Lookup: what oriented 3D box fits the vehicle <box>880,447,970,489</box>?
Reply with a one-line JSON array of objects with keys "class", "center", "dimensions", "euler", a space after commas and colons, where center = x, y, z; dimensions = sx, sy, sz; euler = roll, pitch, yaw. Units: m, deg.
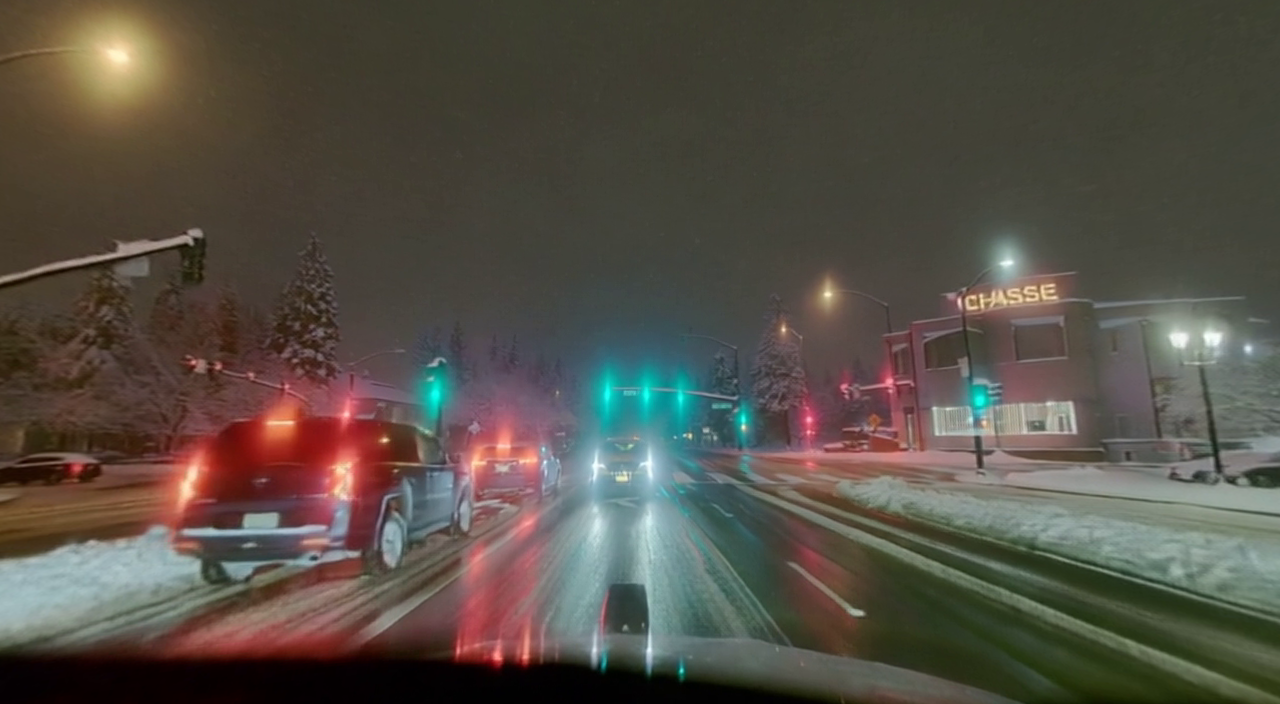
[{"class": "vehicle", "center": [11.493, 4.685, 25.787], "dimensions": [1.935, 1.435, 4.141], "euler": [3, -8, 3]}]

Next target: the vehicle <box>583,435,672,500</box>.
[{"class": "vehicle", "center": [-0.321, 2.977, 16.639], "dimensions": [2.059, 1.477, 3.988], "euler": [0, -8, -1]}]

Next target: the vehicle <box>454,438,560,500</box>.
[{"class": "vehicle", "center": [-3.487, 3.137, 17.418], "dimensions": [1.939, 1.474, 4.327], "euler": [0, -8, 1]}]

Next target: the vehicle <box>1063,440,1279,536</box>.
[{"class": "vehicle", "center": [10.467, 2.417, 11.923], "dimensions": [1.936, 1.474, 4.331], "euler": [0, -8, 1]}]

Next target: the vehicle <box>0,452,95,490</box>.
[{"class": "vehicle", "center": [-26.479, 5.026, 26.738], "dimensions": [4.687, 1.482, 1.914], "euler": [5, -10, -30]}]

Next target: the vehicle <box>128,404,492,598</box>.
[{"class": "vehicle", "center": [-3.442, 1.647, 7.901], "dimensions": [2.057, 1.678, 4.639], "euler": [0, -8, 0]}]
